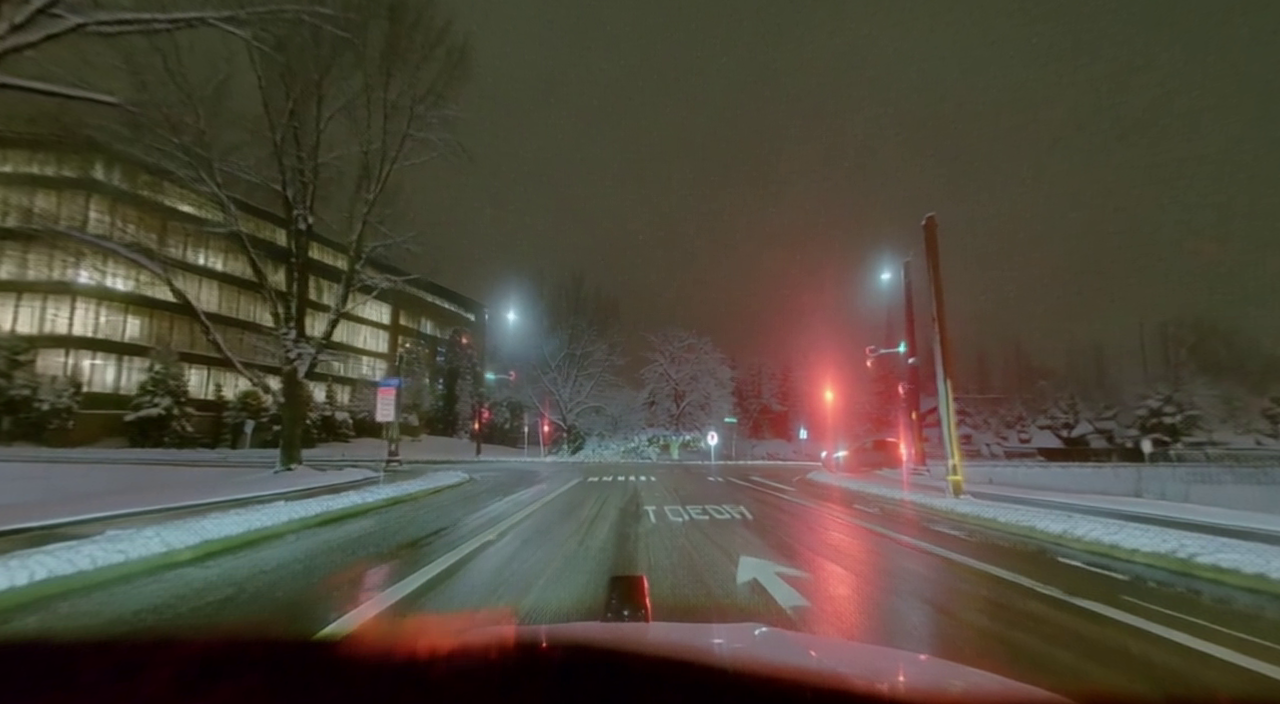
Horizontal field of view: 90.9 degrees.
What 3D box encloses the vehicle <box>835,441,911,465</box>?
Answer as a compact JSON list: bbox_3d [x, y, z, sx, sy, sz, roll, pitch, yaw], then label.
[{"bbox_3d":[16.942,7.345,45.954,4.715,1.671,2.030,0,-8,0],"label":"vehicle"}]
